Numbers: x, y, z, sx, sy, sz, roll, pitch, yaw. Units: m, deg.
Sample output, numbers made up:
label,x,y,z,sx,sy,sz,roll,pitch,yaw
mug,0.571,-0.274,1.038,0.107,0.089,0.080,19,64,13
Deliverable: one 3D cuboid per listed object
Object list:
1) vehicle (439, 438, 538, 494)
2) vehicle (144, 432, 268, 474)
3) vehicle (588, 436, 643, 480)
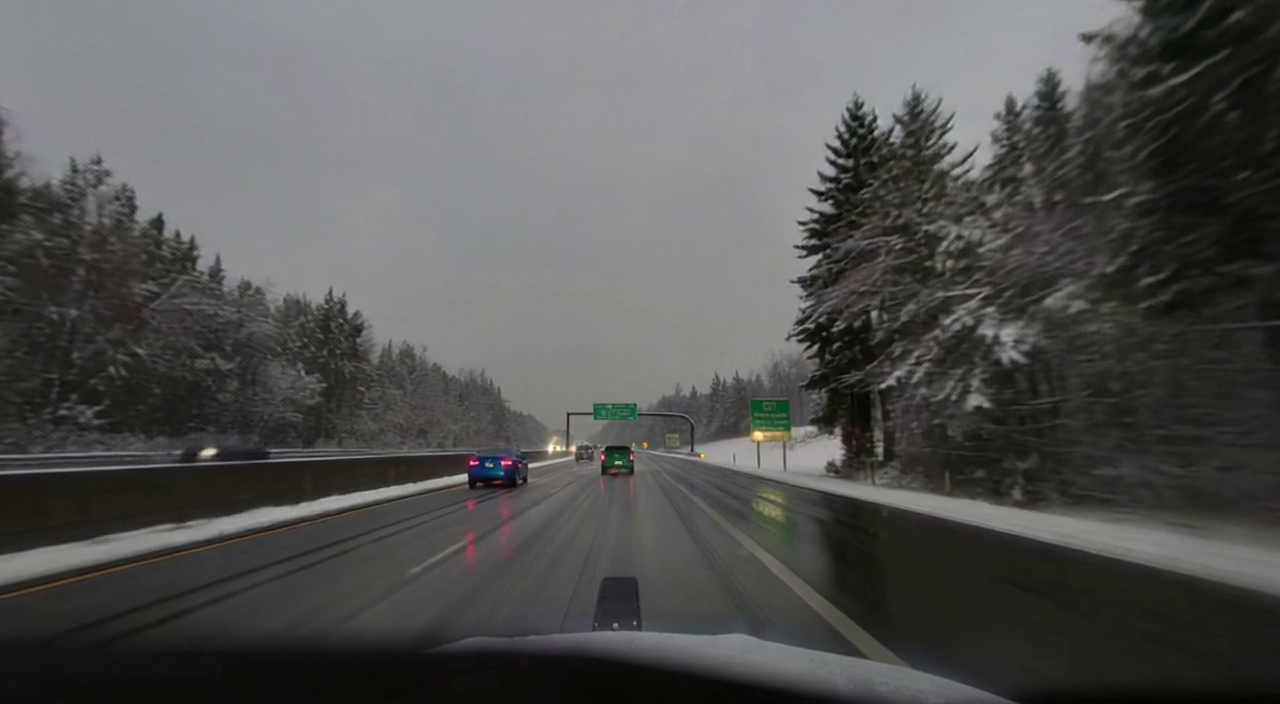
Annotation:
label,x,y,z,sx,sy,sz,roll,pitch,yaw
vehicle,-4.835,3.707,20.761,2.103,1.588,4.709,-1,-9,0
vehicle,-18.378,4.317,26.892,1.993,1.634,4.730,0,-9,-1
vehicle,-1.035,4.573,27.253,2.220,1.711,4.056,0,-9,-1
